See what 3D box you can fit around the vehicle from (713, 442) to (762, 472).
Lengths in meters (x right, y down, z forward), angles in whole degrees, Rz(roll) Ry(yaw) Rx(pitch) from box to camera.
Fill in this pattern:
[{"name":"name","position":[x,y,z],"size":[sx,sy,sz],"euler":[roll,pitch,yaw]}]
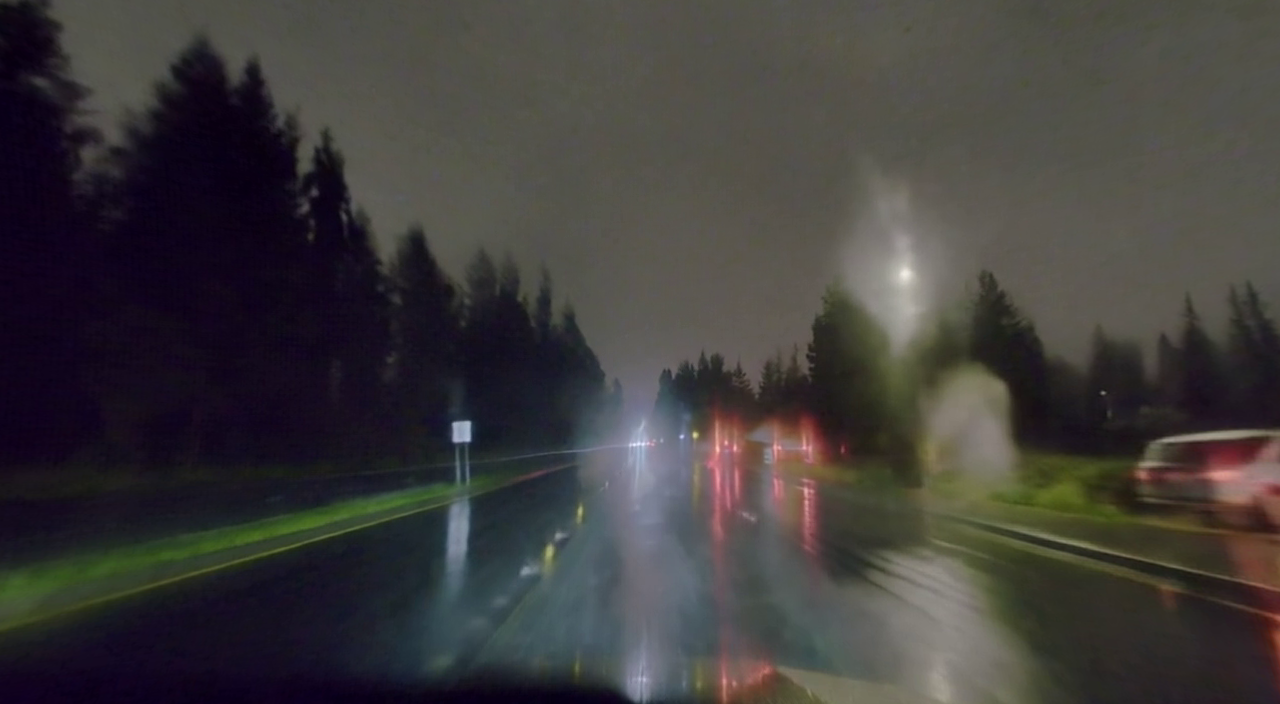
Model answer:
[{"name":"vehicle","position":[5.177,5.612,34.024],"size":[1.920,1.514,4.746],"euler":[0,-8,1]}]

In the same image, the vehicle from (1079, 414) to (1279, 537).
[{"name":"vehicle","position":[10.375,1.903,10.074],"size":[5.118,1.701,2.175],"euler":[0,-8,-3]}]

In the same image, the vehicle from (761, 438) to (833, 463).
[{"name":"vehicle","position":[12.057,7.596,48.692],"size":[4.920,1.826,2.328],"euler":[1,-8,0]}]
